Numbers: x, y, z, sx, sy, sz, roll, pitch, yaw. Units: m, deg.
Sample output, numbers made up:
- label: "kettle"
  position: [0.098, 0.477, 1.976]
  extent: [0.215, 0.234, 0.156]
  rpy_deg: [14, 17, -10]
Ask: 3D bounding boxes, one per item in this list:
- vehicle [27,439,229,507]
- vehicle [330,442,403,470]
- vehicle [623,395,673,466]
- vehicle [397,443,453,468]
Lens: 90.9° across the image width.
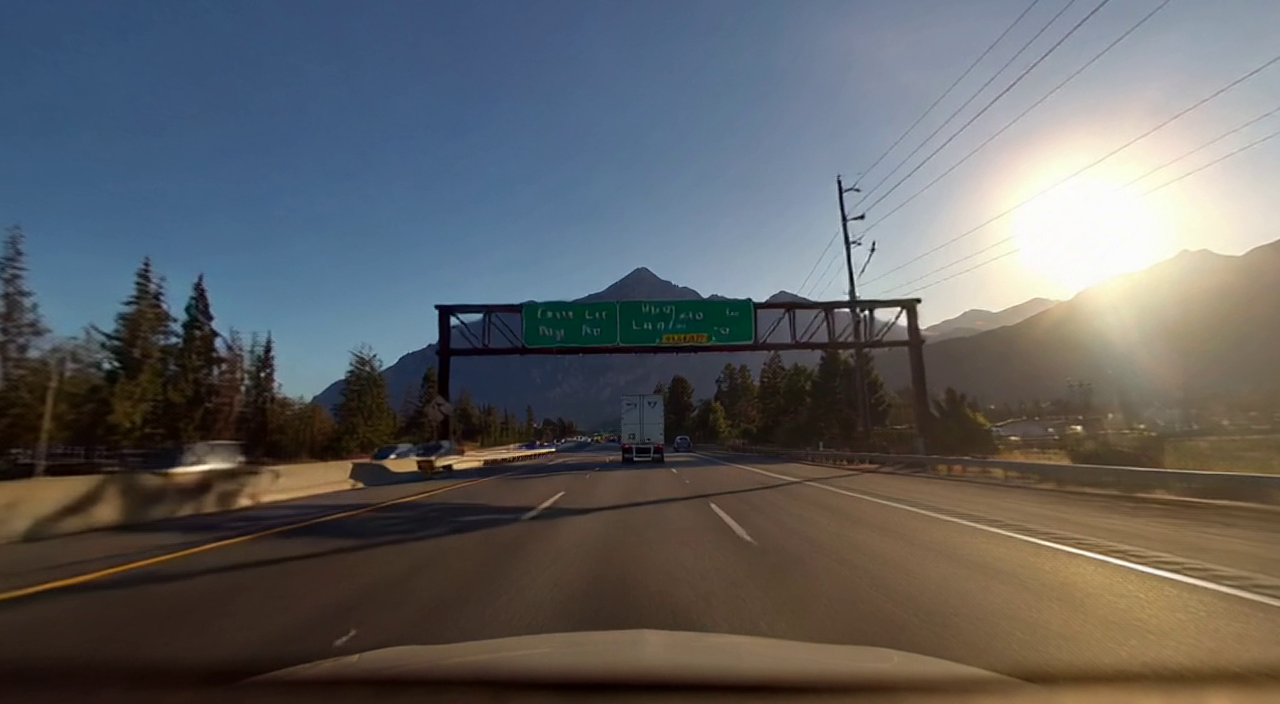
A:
- label: "vehicle"
  position: [-15.967, 3.751, 20.165]
  extent: [2.107, 1.872, 5.115]
  rpy_deg: [0, -8, 0]
- label: "vehicle"
  position: [-20.000, 7.619, 46.413]
  extent: [3.060, 1.932, 5.089]
  rpy_deg: [-1, -8, 0]
- label: "vehicle"
  position: [0.369, 5.418, 42.642]
  extent: [2.919, 4.101, 11.541]
  rpy_deg: [0, -8, -1]
- label: "vehicle"
  position: [-15.885, 7.644, 46.948]
  extent: [2.048, 1.702, 6.079]
  rpy_deg: [0, -8, 1]
